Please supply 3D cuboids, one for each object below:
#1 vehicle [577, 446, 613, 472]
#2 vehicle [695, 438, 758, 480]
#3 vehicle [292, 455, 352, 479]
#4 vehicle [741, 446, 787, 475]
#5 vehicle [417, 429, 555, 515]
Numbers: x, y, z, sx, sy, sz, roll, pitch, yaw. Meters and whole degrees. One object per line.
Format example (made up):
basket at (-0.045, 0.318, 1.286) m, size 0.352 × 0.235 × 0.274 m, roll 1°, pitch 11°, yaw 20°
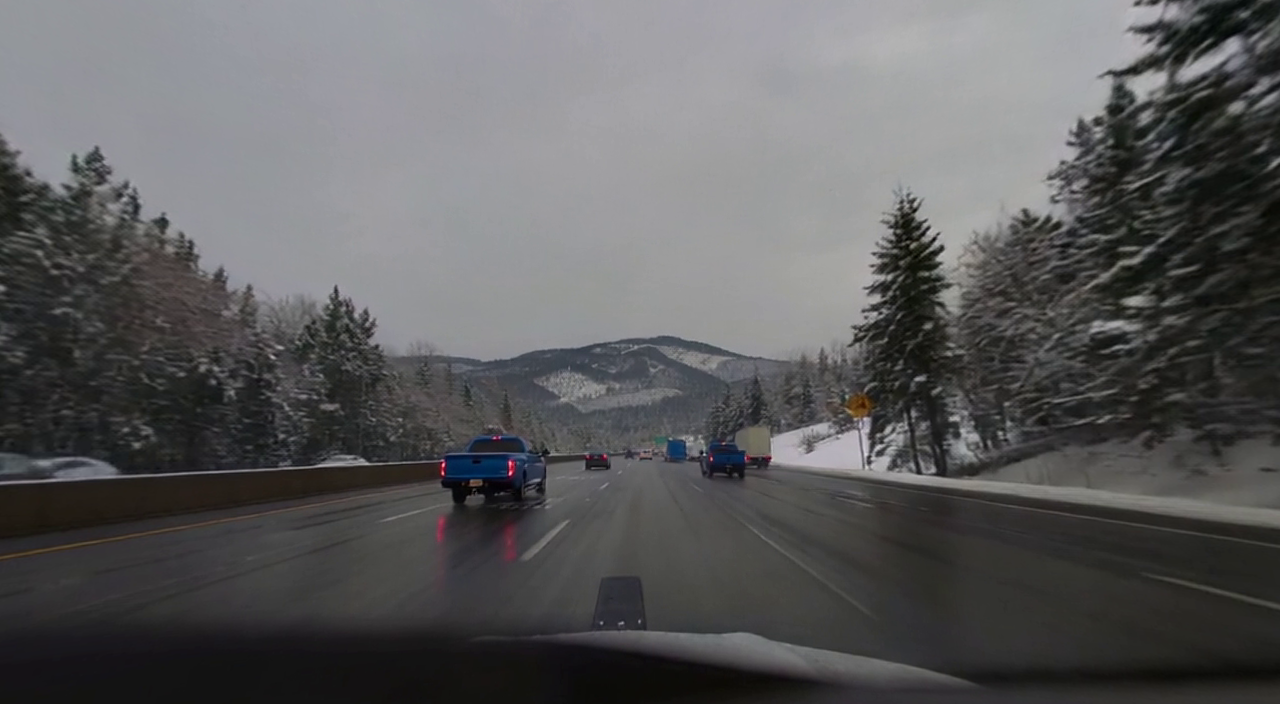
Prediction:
vehicle at (-3.227, 7.797, 46.327) m, size 2.235 × 1.785 × 4.386 m, roll -1°, pitch -8°, yaw 1°
vehicle at (4.397, 5.542, 33.043) m, size 2.424 × 1.952 × 5.611 m, roll 0°, pitch -8°, yaw -1°
vehicle at (-21.300, 7.701, 42.463) m, size 1.803 × 1.482 × 4.419 m, roll 0°, pitch -8°, yaw -1°
vehicle at (8.033, 7.038, 41.309) m, size 2.104 × 1.724 × 4.701 m, roll 0°, pitch -8°, yaw 0°
vehicle at (-3.745, 3.011, 16.506) m, size 2.227 × 1.853 × 5.161 m, roll -1°, pitch -8°, yaw 1°
